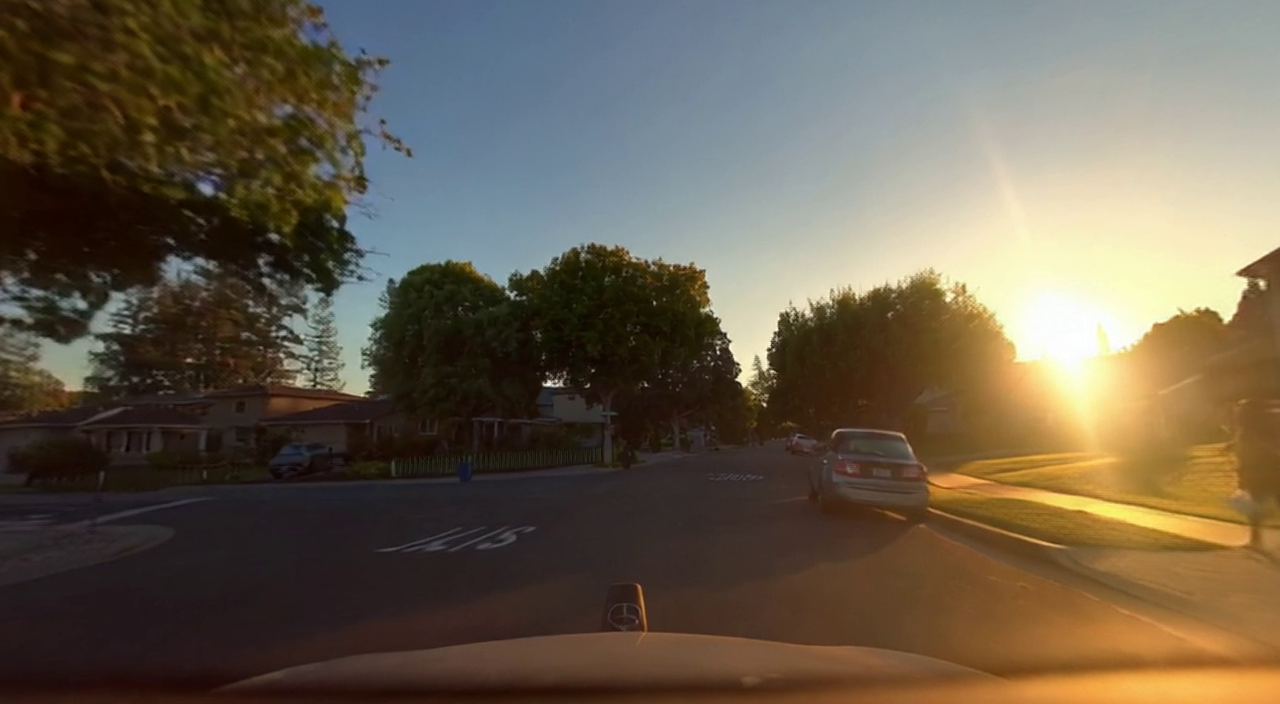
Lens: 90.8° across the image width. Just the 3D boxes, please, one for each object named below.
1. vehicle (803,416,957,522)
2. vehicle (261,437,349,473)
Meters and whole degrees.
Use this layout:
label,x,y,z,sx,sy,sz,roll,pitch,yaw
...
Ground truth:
label,x,y,z,sx,sy,sz,roll,pitch,yaw
vehicle,4.580,2.302,12.841,2.053,1.737,4.375,-2,-9,9
vehicle,-18.047,5.592,34.358,2.021,1.798,4.491,-1,-9,5
